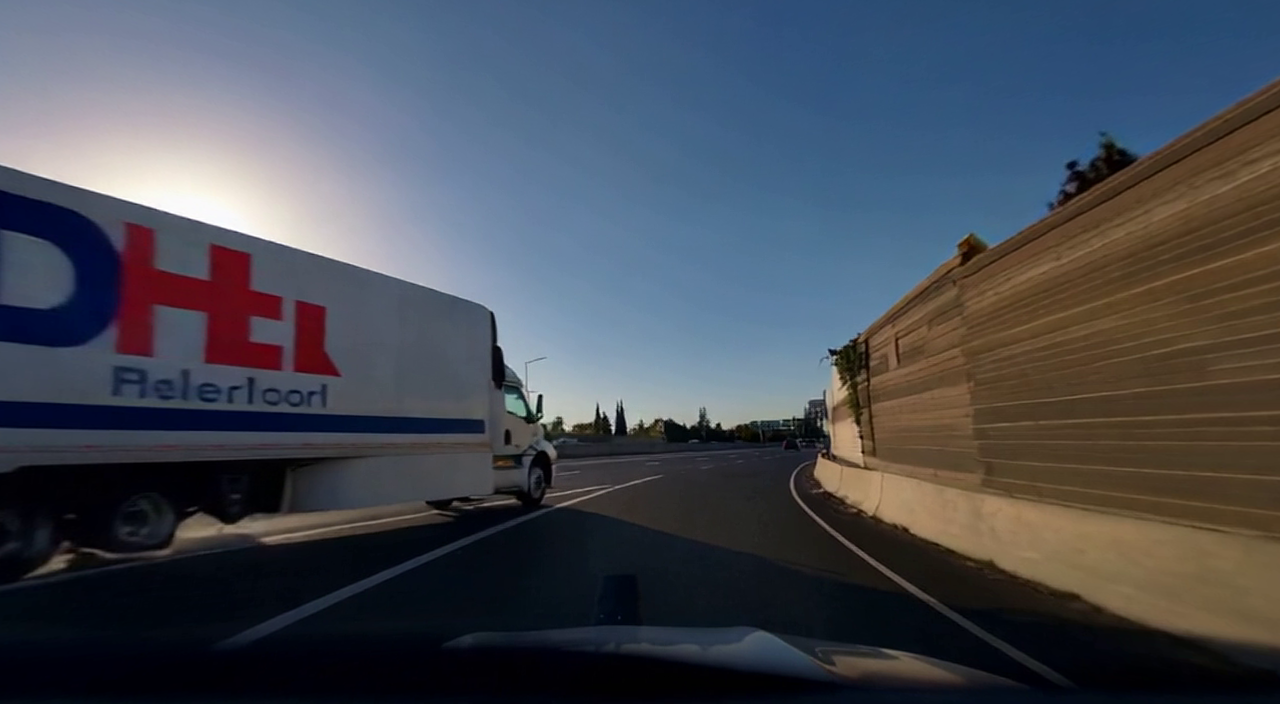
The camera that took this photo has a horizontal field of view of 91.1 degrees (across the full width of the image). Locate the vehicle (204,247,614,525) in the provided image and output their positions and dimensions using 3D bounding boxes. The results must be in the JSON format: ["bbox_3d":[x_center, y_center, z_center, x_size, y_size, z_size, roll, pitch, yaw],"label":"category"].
[{"bbox_3d":[-3.769,1.158,14.517,2.997,4.029,10.500,-2,-8,17],"label":"vehicle"}]

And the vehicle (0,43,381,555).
[{"bbox_3d":[-6.586,-0.419,5.627,2.796,4.184,8.554,-1,-8,17],"label":"vehicle"}]
